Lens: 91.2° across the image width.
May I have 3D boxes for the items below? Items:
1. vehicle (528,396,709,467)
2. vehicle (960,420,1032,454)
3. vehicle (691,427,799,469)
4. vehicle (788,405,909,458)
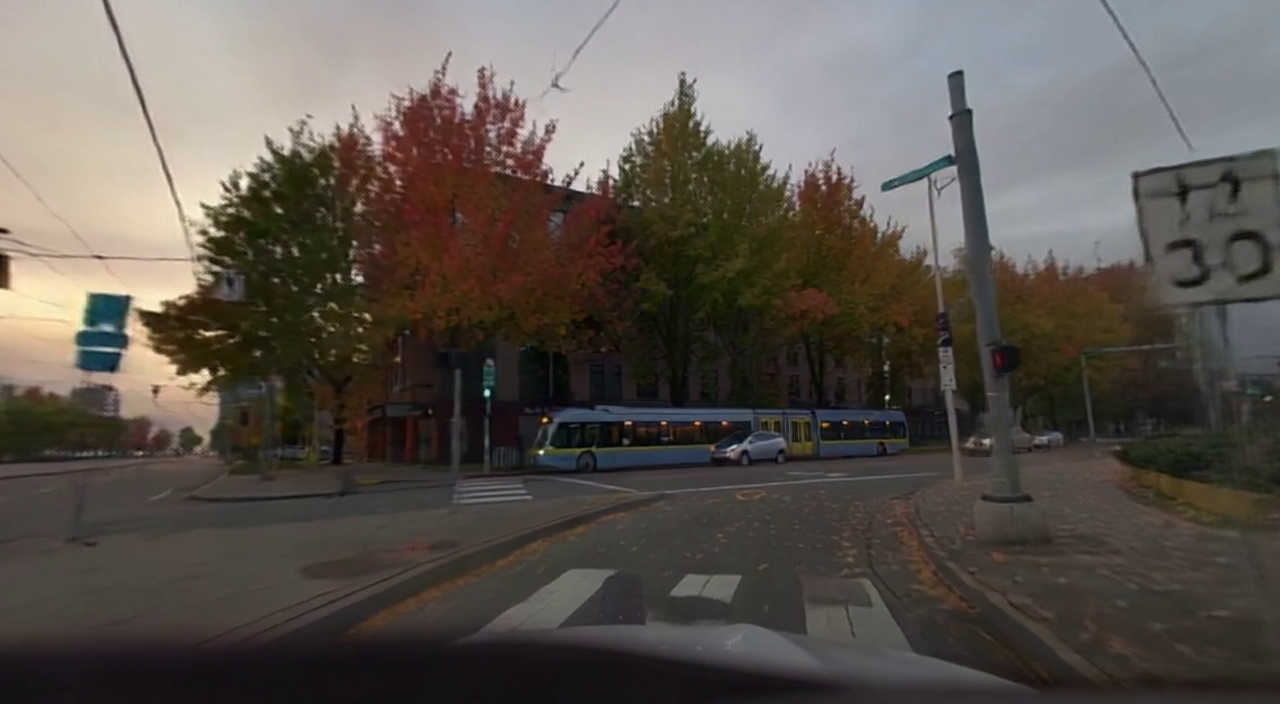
[{"bbox_3d":[-1.035,4.730,36.694,10.391,3.725,2.904,5,-10,-30],"label":"vehicle"},{"bbox_3d":[23.211,5.574,40.807,4.386,2.070,2.092,5,-10,-32],"label":"vehicle"},{"bbox_3d":[4.839,4.407,28.758,4.687,1.760,2.028,5,-10,-33],"label":"vehicle"},{"bbox_3d":[15.879,5.898,47.238,10.068,3.618,2.878,3,-9,-34],"label":"vehicle"}]
